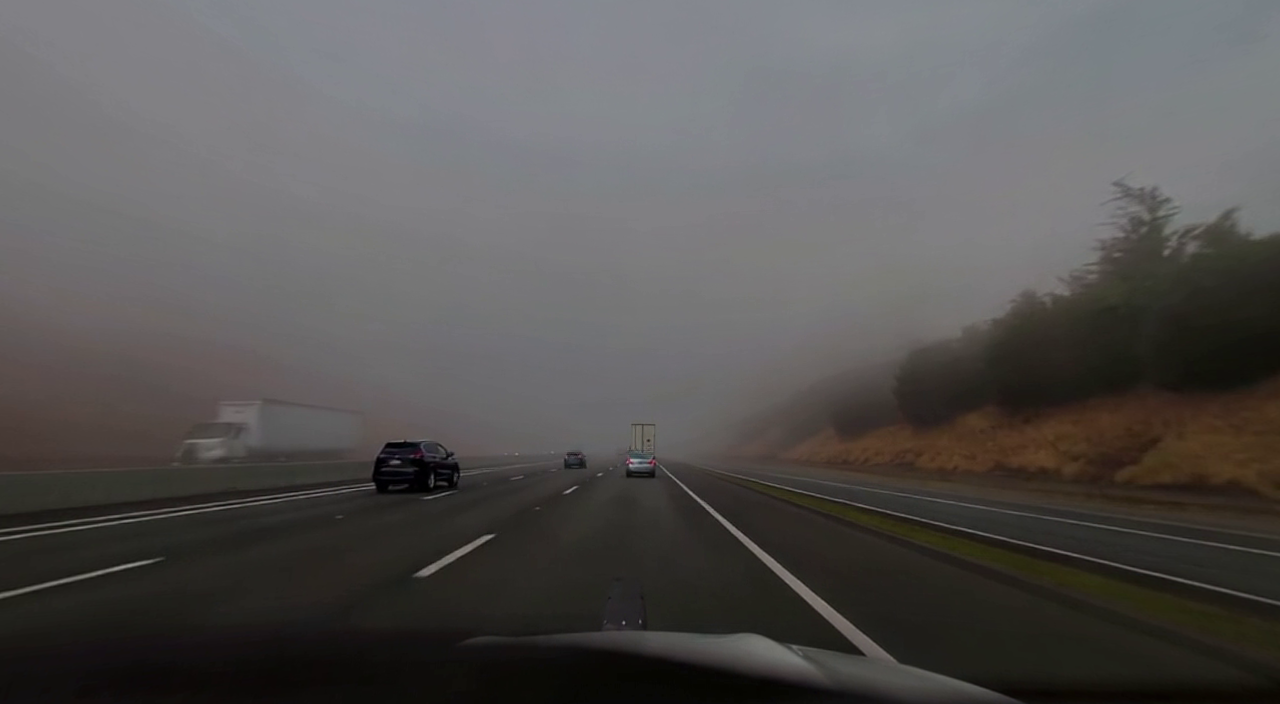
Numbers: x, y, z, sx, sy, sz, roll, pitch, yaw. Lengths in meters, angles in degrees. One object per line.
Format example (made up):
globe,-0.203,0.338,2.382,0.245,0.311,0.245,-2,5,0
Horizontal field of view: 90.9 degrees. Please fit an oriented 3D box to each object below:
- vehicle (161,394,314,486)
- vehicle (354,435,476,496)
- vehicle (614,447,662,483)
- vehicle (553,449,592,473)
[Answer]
vehicle,-19.090,4.308,30.521,3.032,3.951,6.367,0,-9,0
vehicle,-7.742,3.980,22.462,2.316,1.875,5.337,0,-9,1
vehicle,-0.095,4.997,28.073,1.991,1.507,3.391,0,-9,0
vehicle,-4.426,7.191,41.842,2.018,1.504,4.431,0,-9,1
